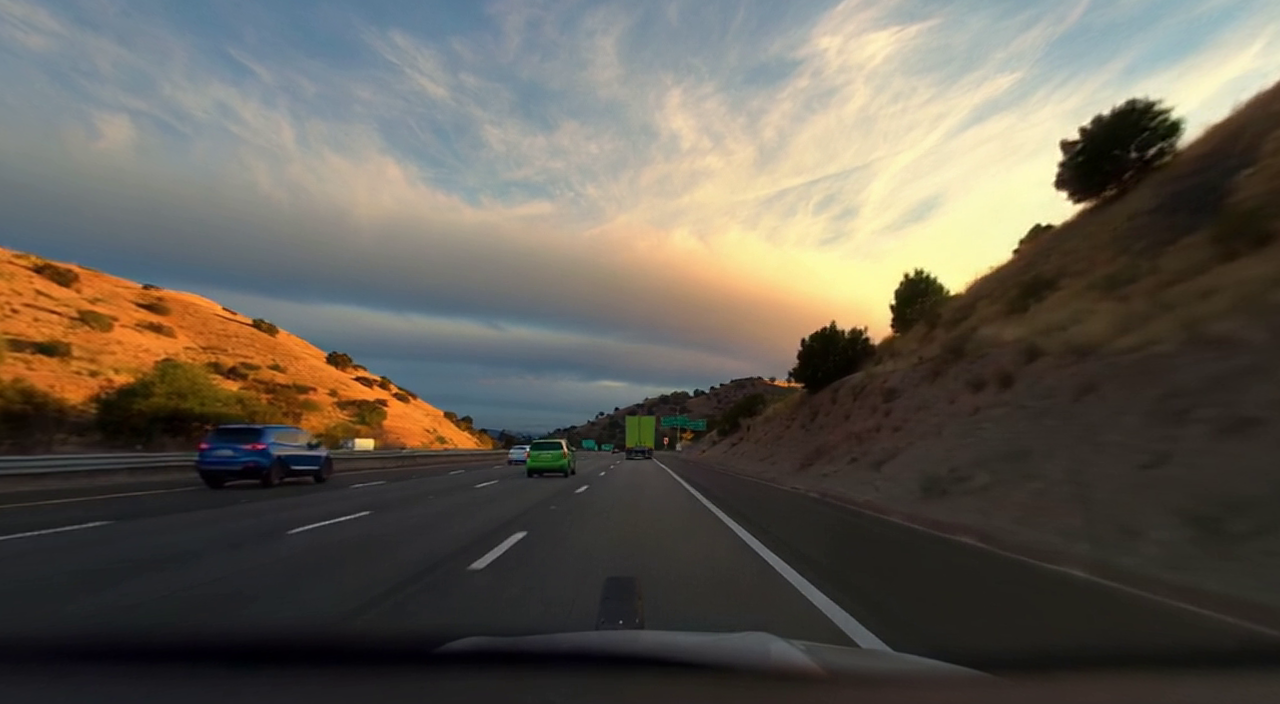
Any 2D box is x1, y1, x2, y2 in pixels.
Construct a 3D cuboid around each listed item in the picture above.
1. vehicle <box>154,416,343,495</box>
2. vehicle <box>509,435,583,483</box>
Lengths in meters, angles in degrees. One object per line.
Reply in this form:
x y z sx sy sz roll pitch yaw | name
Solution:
-10.882 2.945 18.124 2.111 1.906 5.028 1 -9 1 | vehicle
-3.721 4.334 25.839 2.194 1.725 4.698 1 -9 1 | vehicle
